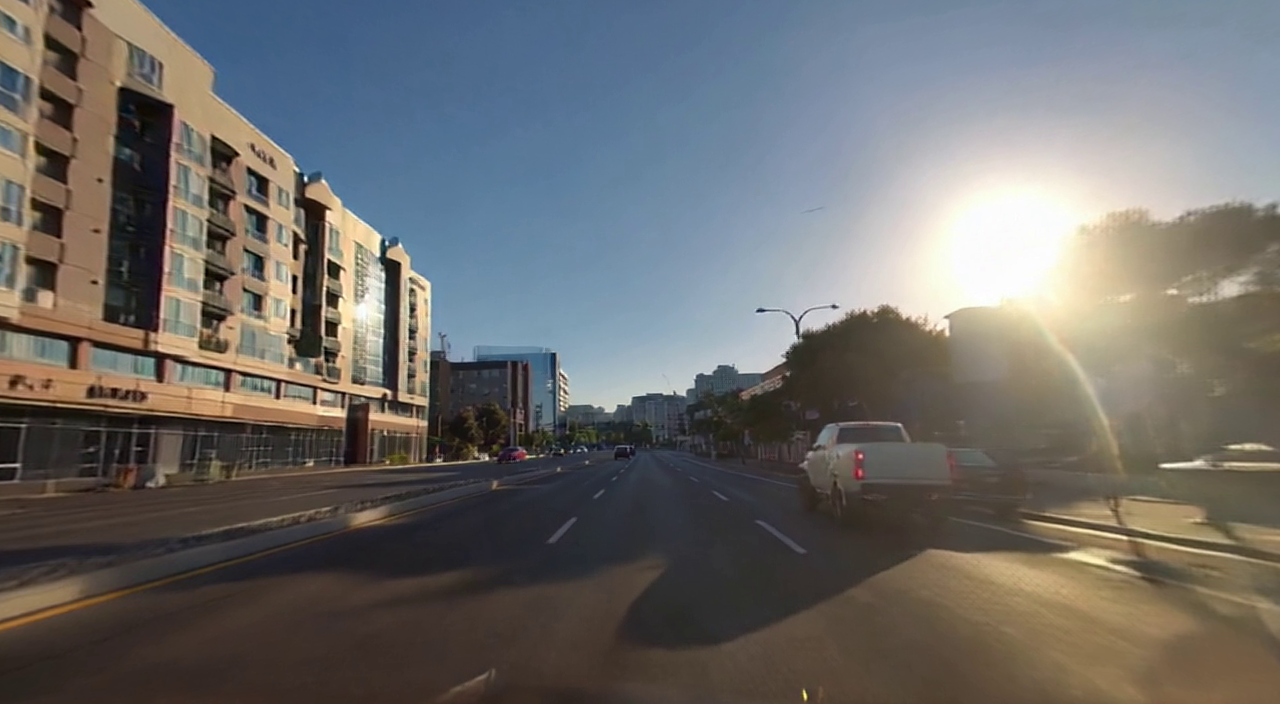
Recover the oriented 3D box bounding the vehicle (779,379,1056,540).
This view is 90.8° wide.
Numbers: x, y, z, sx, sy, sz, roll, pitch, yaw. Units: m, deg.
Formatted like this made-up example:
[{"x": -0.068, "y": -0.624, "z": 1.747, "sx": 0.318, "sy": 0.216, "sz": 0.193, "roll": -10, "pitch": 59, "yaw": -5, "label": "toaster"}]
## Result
[{"x": 4.812, "y": 2.044, "z": 12.492, "sx": 2.723, "sy": 2.409, "sz": 5.869, "roll": 0, "pitch": -9, "yaw": -1, "label": "vehicle"}]
